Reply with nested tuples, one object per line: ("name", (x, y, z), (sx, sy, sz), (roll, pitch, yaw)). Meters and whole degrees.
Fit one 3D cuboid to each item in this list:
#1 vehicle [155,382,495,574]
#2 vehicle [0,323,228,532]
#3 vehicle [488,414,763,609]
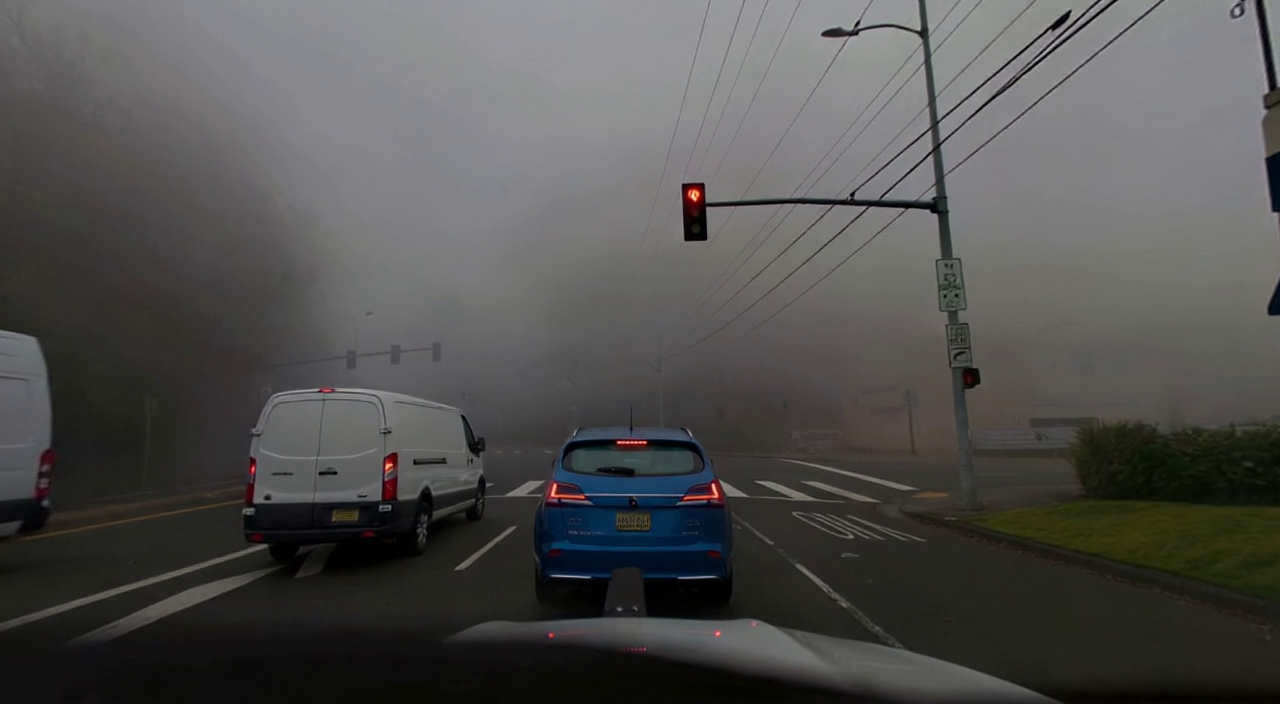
("vehicle", (-3.582, 1.532, 8.586), (2.076, 1.820, 5.100), (0, -8, -1))
("vehicle", (-10.751, 0.927, 7.798), (2.973, 3.009, 12.605), (0, -8, -1))
("vehicle", (-0.114, 1.467, 6.770), (2.064, 1.452, 3.942), (0, -8, 0))
